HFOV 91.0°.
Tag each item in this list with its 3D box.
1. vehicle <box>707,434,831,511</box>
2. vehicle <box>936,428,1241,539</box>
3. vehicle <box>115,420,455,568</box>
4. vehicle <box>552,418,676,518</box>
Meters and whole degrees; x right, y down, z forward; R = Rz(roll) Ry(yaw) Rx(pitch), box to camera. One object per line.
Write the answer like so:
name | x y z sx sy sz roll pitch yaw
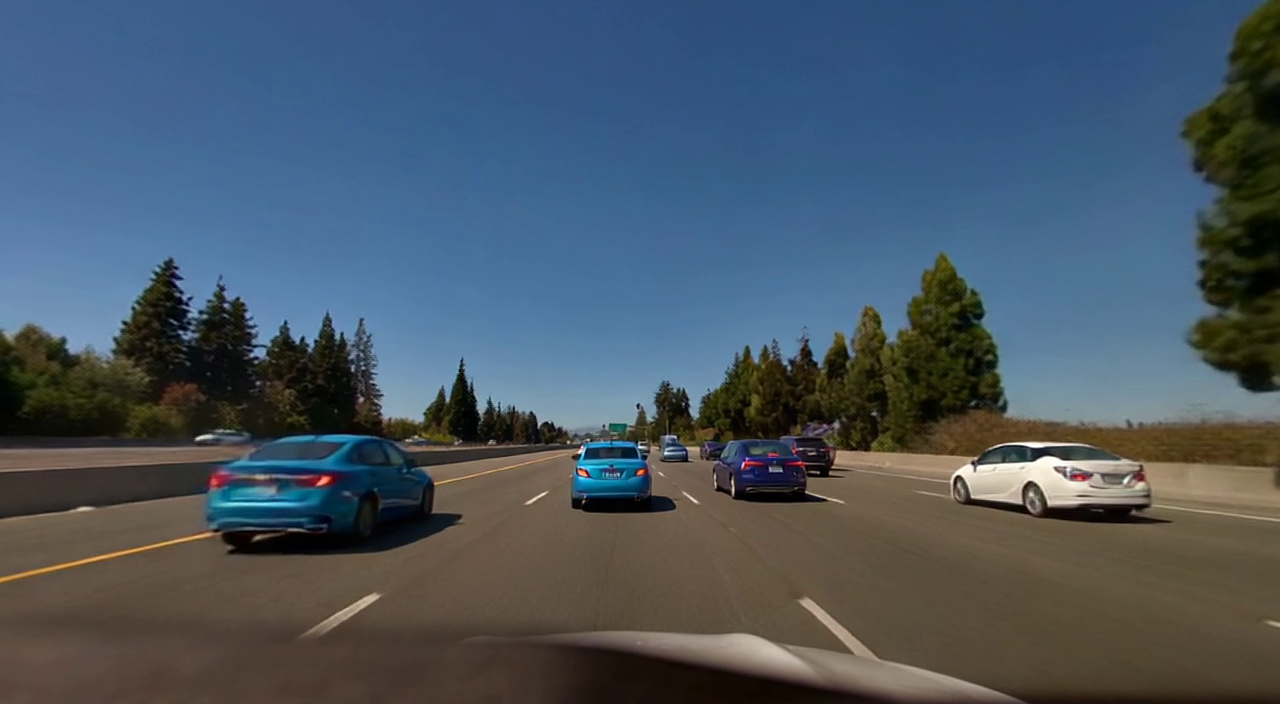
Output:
vehicle | 2.861 2.793 15.038 1.975 1.532 4.227 1 -9 -1
vehicle | 7.879 2.337 11.865 2.106 1.641 4.671 1 -9 -4
vehicle | -4.505 1.881 9.198 2.071 1.537 4.912 1 -9 0
vehicle | -0.488 2.344 13.154 2.181 1.728 3.970 1 -9 -1
